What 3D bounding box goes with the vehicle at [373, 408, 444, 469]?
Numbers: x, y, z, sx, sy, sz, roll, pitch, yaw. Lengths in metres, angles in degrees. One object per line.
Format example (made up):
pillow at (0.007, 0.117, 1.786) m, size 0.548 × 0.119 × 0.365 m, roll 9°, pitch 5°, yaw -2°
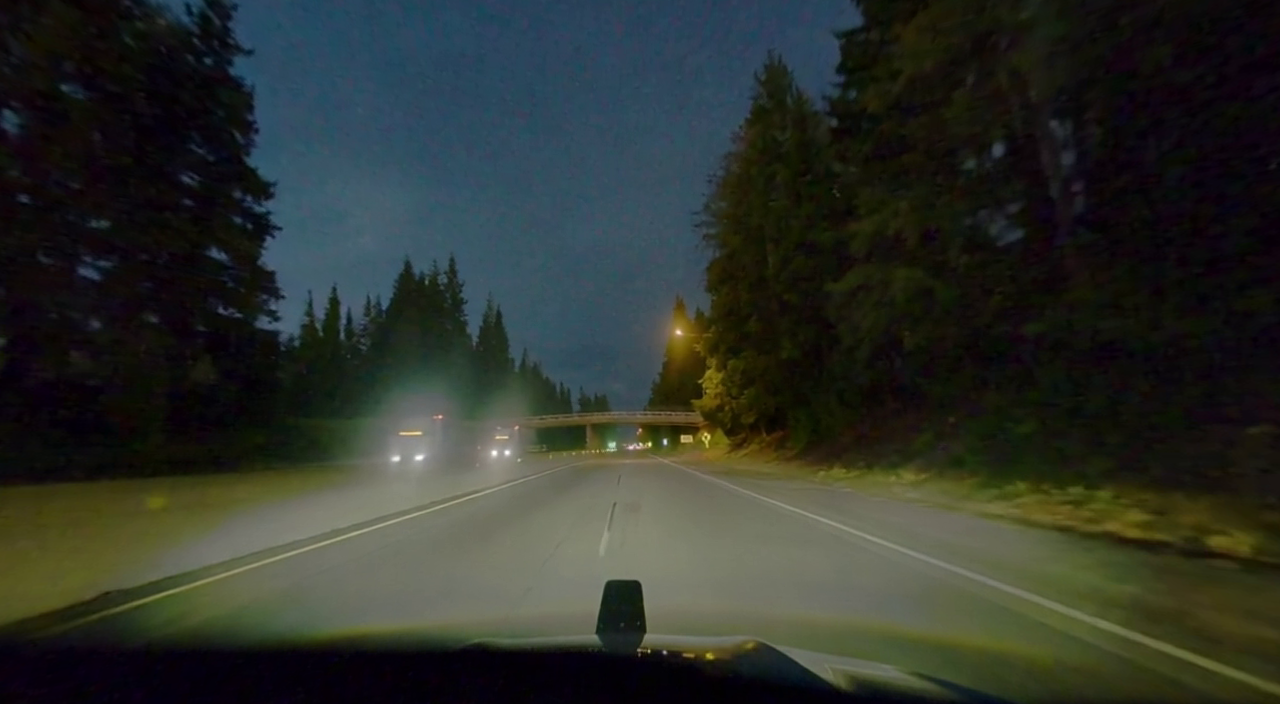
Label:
vehicle at (-16.404, 6.243, 45.130) m, size 2.910 × 4.025 × 5.493 m, roll 0°, pitch -9°, yaw -1°
